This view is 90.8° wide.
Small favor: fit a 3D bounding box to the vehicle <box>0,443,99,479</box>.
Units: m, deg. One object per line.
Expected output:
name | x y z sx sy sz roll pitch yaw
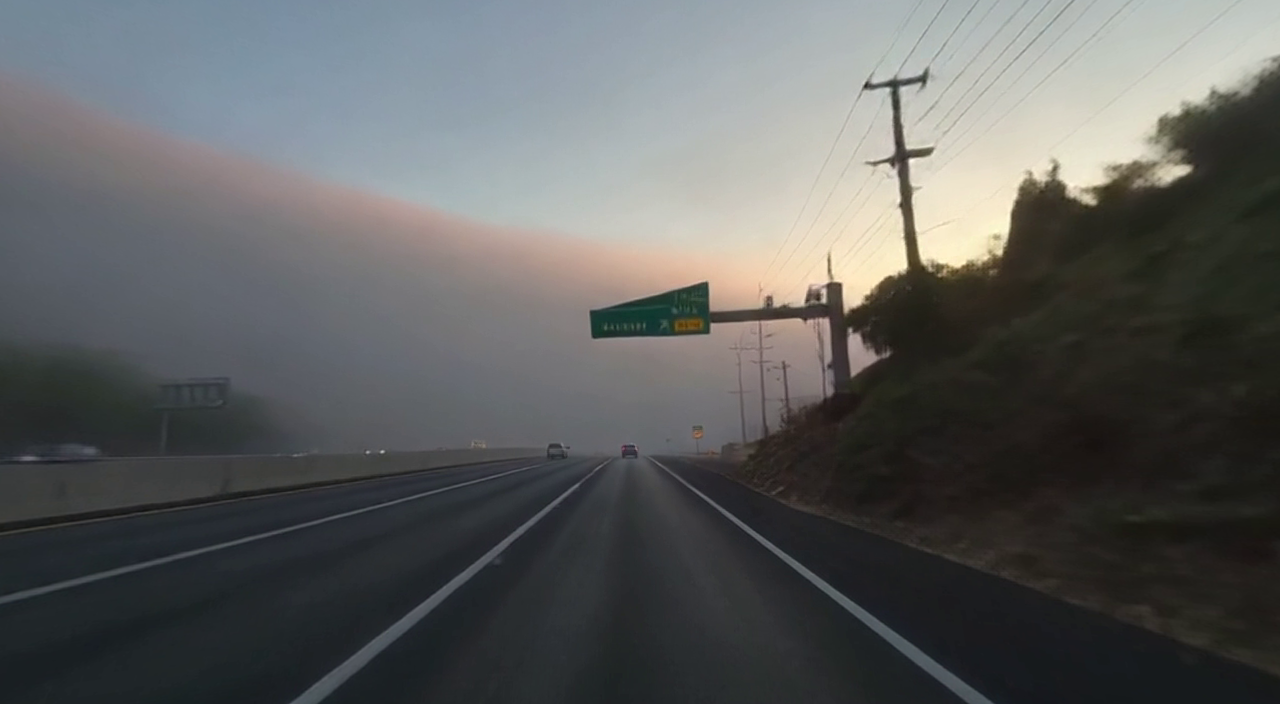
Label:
vehicle | -32.382 5.833 34.001 2.076 1.687 5.116 -3 -7 0
